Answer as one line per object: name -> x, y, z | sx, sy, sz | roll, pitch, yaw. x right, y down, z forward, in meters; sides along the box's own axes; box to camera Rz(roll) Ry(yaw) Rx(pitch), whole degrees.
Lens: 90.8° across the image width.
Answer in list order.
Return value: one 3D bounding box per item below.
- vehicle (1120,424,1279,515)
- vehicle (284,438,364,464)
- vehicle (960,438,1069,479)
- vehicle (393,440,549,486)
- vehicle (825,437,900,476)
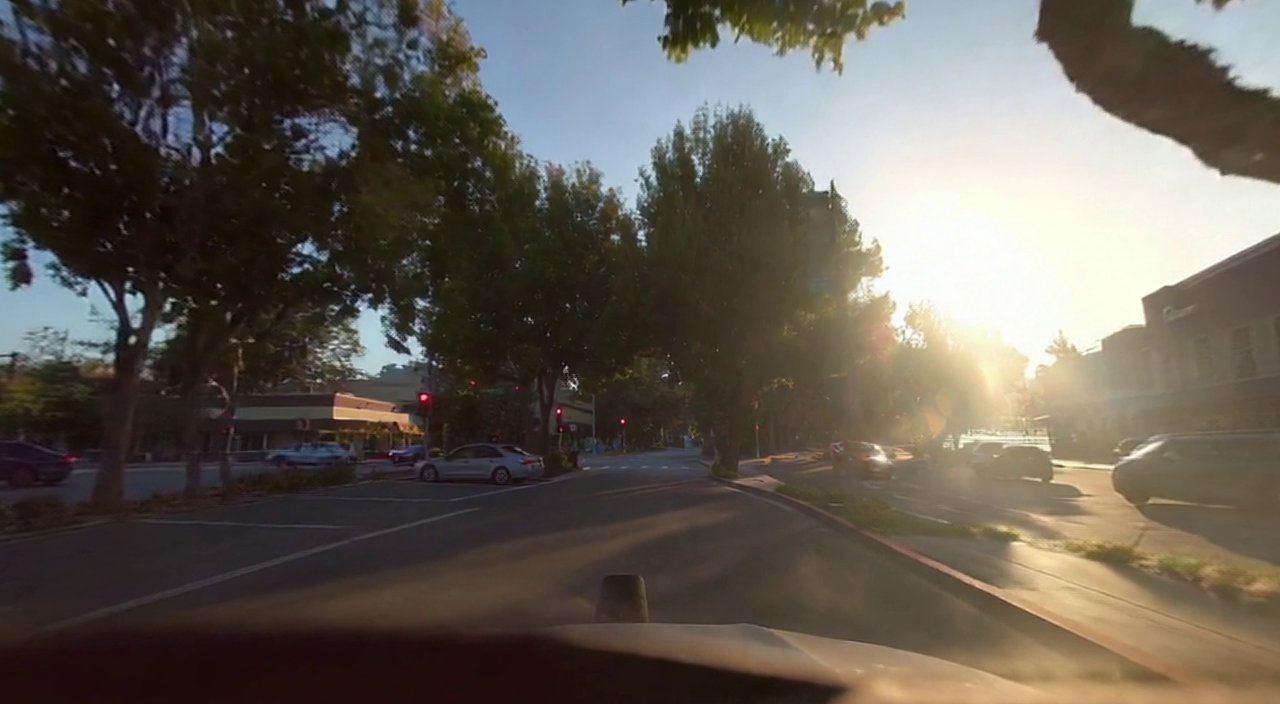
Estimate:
vehicle -> 12.770, 2.458, 13.692 | 1.921, 1.657, 4.400 | -2, -9, 11
vehicle -> -22.306, 7.017, 44.815 | 4.906, 1.784, 1.913 | 3, -9, -23
vehicle -> 14.918, 4.242, 25.492 | 1.951, 1.491, 4.359 | -1, -8, 4
vehicle -> -5.832, 3.844, 22.075 | 4.792, 1.468, 2.116 | -2, -9, 11
vehicle -> 9.473, 4.478, 27.295 | 2.061, 1.519, 4.794 | -1, -8, 8
